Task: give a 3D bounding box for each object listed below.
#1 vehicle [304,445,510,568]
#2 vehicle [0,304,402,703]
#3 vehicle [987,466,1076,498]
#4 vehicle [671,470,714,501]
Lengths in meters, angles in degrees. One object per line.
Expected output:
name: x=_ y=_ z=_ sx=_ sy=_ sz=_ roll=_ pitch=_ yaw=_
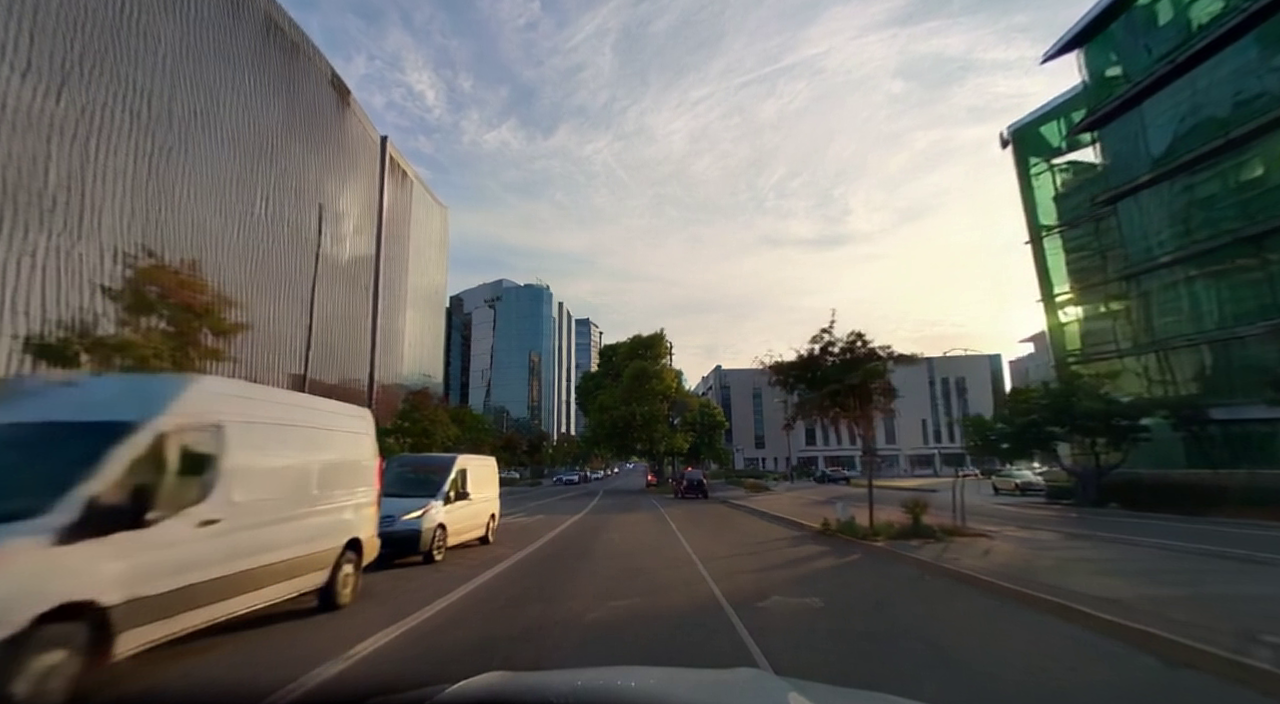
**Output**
vehicle: x=-3.706 y=2.562 z=10.981 sx=1.956 sy=1.680 sz=4.126 roll=0 pitch=-11 yaw=0
vehicle: x=-3.771 y=1.162 z=4.482 sx=2.148 sy=2.024 sz=4.884 roll=0 pitch=-11 yaw=1
vehicle: x=17.332 y=5.752 z=28.002 sx=2.767 sy=1.307 sz=1.673 roll=-1 pitch=-10 yaw=1
vehicle: x=2.682 y=6.961 z=33.087 sx=1.899 sy=1.470 sz=3.666 roll=1 pitch=-11 yaw=0
